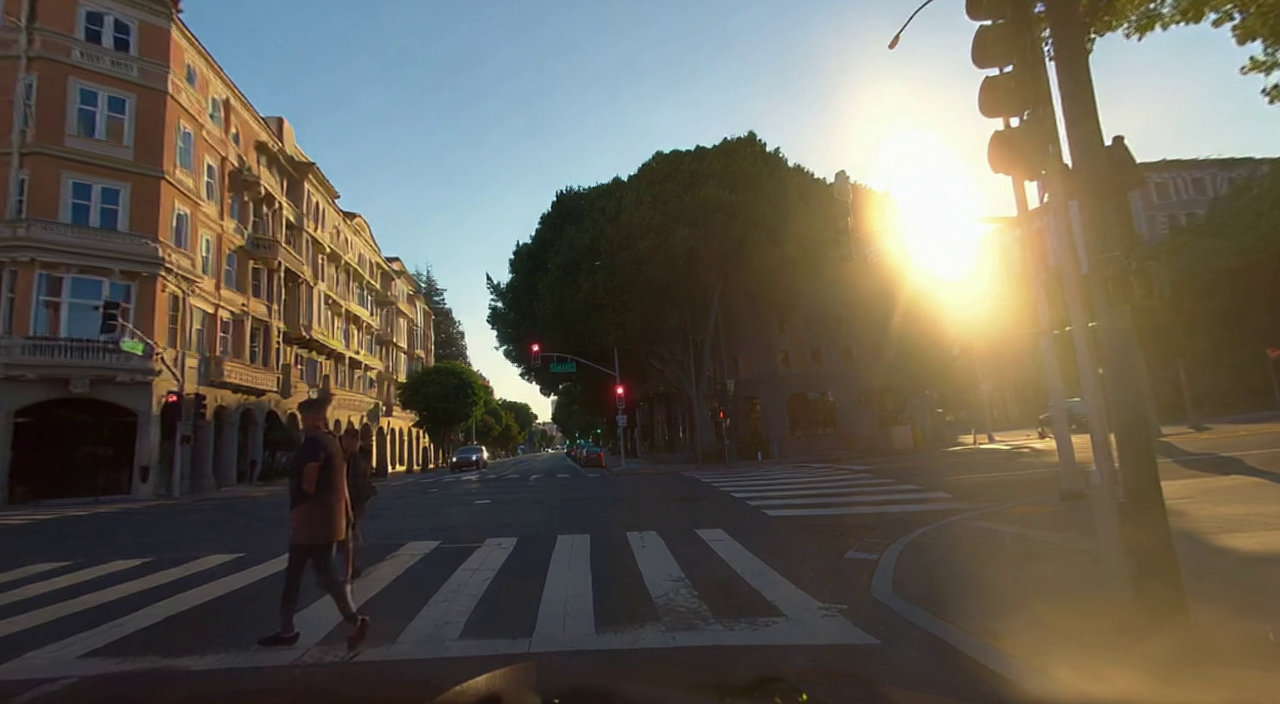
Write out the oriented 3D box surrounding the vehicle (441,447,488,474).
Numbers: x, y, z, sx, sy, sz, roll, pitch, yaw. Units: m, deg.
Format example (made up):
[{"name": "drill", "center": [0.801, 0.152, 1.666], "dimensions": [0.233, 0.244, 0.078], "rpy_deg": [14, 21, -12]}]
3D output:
[{"name": "vehicle", "center": [-10.484, 6.478, 38.088], "dimensions": [2.196, 1.503, 4.371], "rpy_deg": [1, -9, -8]}]
